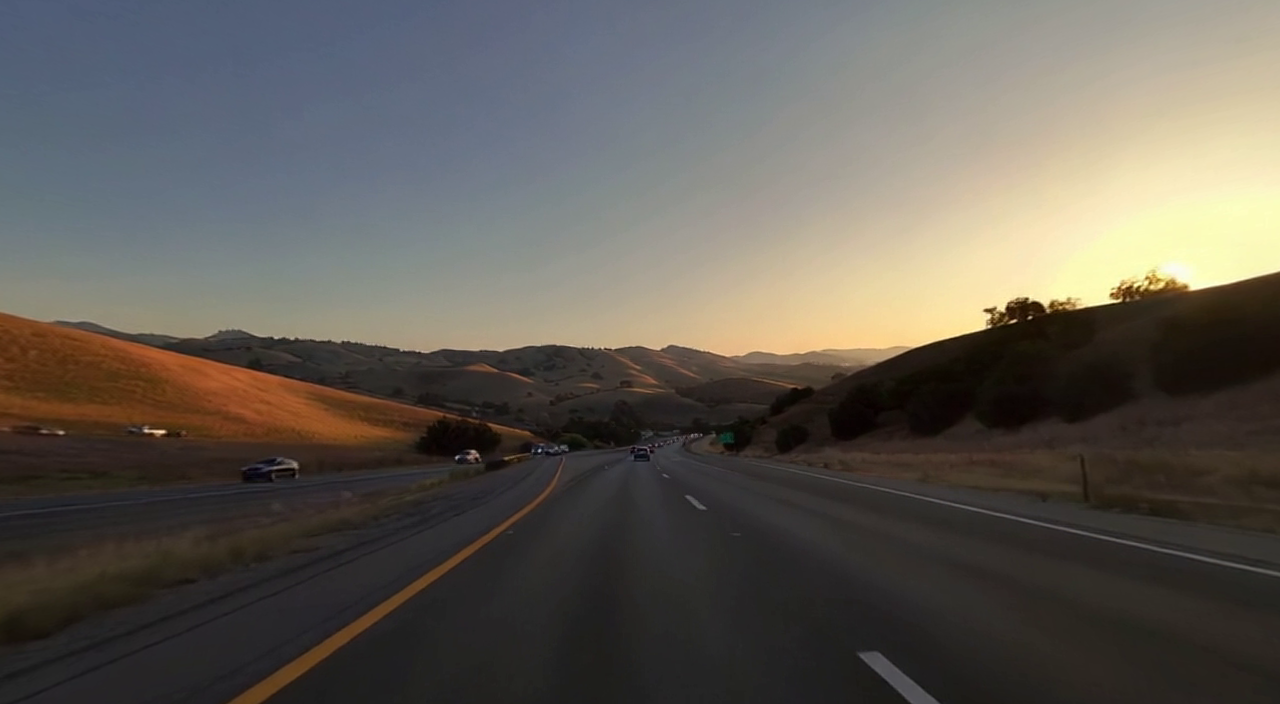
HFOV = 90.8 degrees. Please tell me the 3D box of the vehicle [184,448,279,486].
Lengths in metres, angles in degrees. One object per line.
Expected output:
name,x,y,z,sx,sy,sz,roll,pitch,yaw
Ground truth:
vehicle,-21.142,5.936,32.961,1.946,1.778,4.485,0,-9,0
